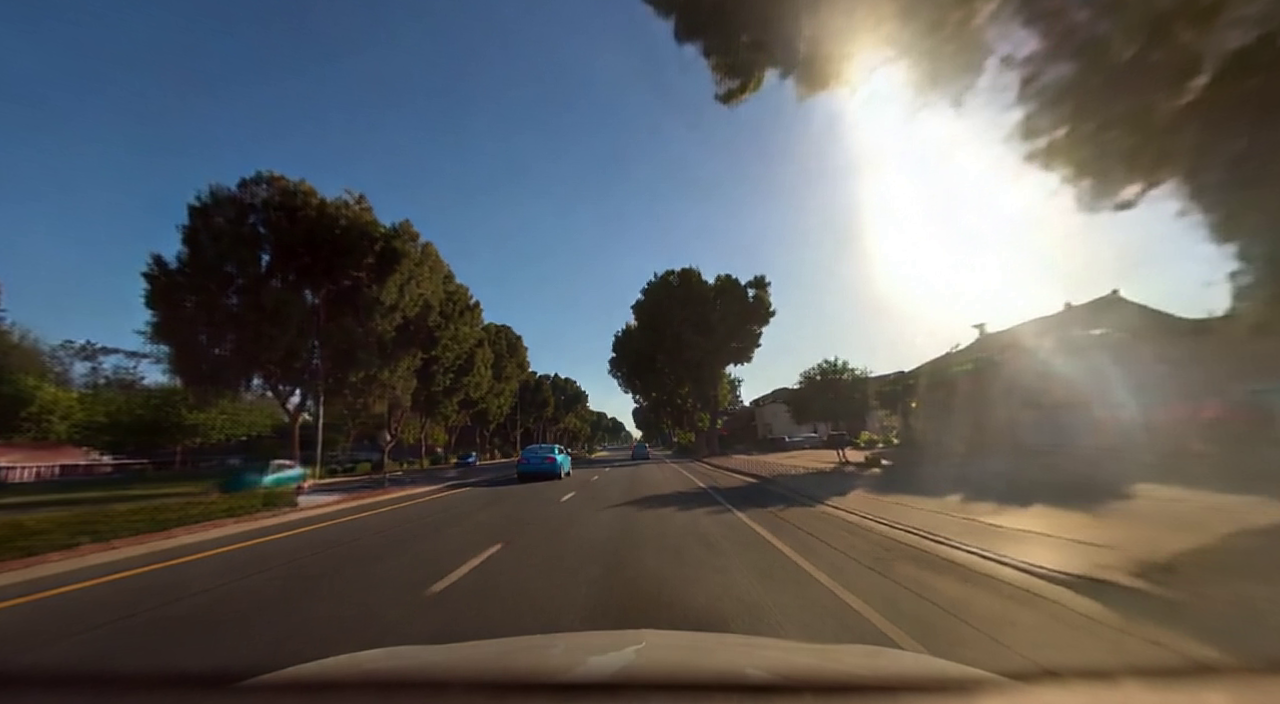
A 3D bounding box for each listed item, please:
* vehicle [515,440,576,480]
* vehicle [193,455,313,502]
[{"bbox_3d":[-4.087,4.732,27.871,1.914,1.630,4.351,0,-9,1],"label":"vehicle"},{"bbox_3d":[-15.260,4.961,25.206,1.752,1.590,4.745,0,-9,0],"label":"vehicle"}]
